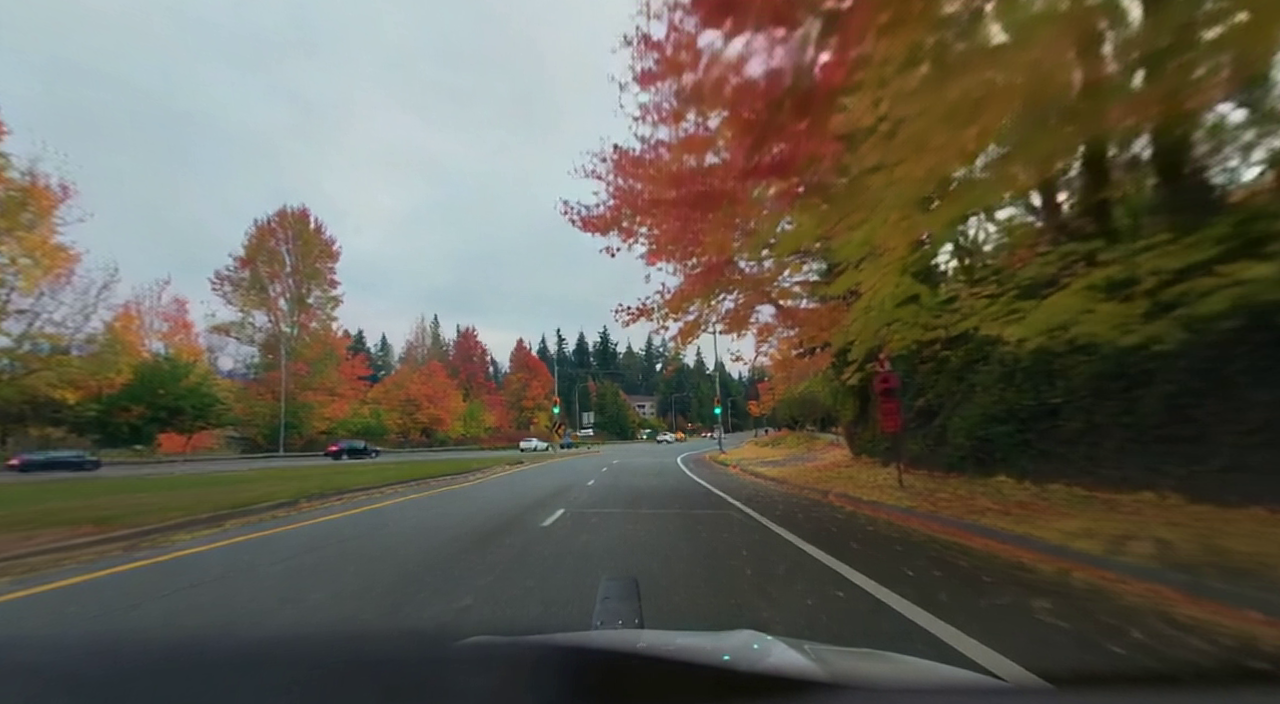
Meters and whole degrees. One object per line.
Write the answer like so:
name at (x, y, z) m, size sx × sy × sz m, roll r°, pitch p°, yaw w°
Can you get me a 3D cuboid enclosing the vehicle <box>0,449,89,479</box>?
vehicle at (-33.392, 6.108, 34.564) m, size 1.865 × 1.518 × 4.231 m, roll -2°, pitch -9°, yaw 19°
